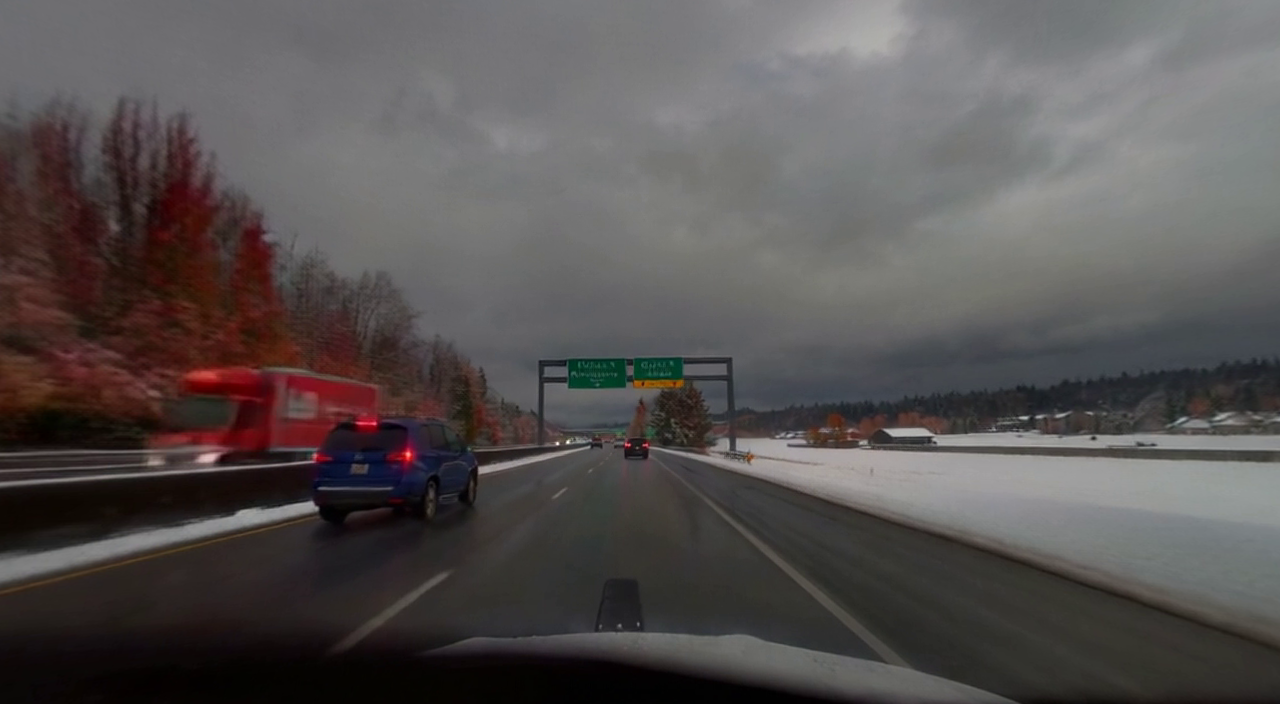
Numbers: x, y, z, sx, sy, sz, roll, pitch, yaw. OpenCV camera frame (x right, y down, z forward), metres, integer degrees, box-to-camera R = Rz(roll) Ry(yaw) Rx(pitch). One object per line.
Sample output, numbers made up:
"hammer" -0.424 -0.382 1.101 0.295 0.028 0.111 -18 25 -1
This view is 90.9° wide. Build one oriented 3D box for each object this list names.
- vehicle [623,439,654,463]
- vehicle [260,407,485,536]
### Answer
"vehicle" -0.120 6.483 41.413 1.939 1.497 3.863 0 -8 0
"vehicle" -4.144 1.925 10.666 1.924 1.720 4.195 0 -8 0
